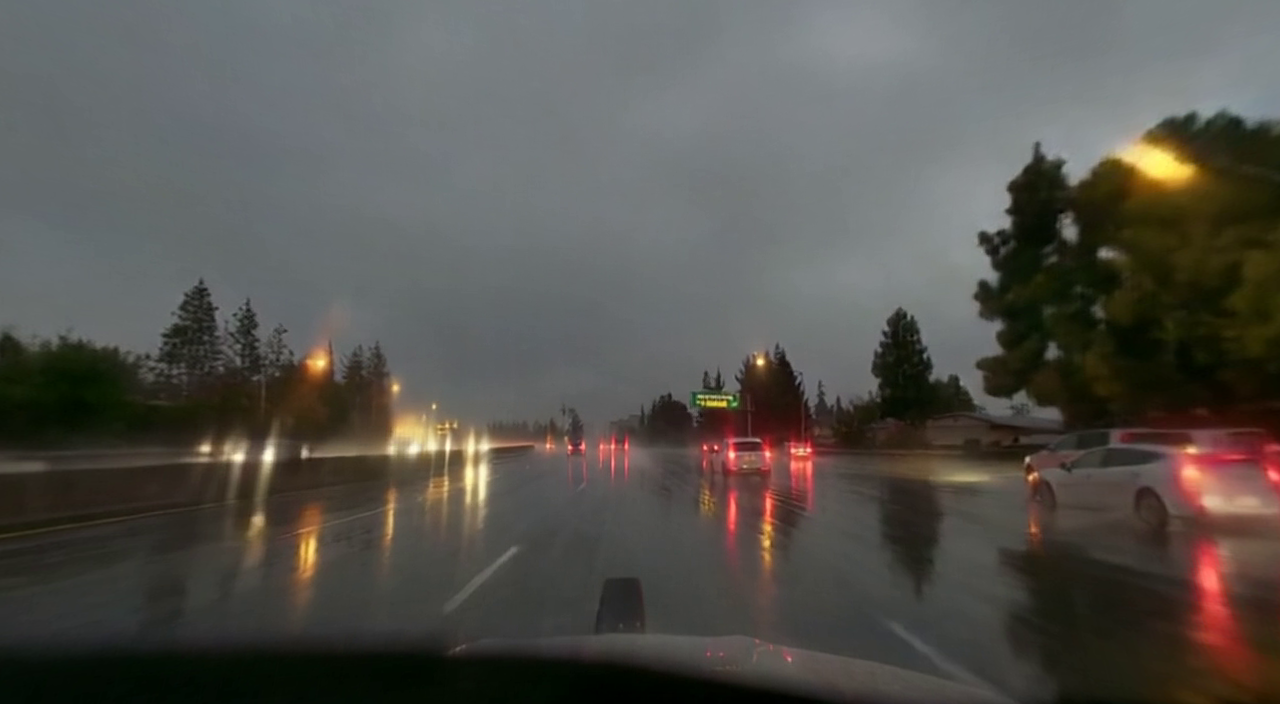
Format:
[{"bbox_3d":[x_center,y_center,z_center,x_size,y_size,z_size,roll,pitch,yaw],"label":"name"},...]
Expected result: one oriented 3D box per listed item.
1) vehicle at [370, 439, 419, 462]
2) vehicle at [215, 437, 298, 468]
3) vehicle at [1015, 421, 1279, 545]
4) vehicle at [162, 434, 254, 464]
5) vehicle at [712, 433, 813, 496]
[{"bbox_3d":[-17.842,7.185,45.962,1.921,1.515,4.417,0,-9,-2],"label":"vehicle"},{"bbox_3d":[-21.310,5.602,35.200,1.970,1.632,4.332,0,-9,-2],"label":"vehicle"},{"bbox_3d":[8.886,2.100,10.777,1.909,1.634,4.739,0,-9,-1],"label":"vehicle"},{"bbox_3d":[-28.290,6.374,41.536,2.163,1.813,5.608,0,-9,-2],"label":"vehicle"},{"bbox_3d":[3.289,3.126,17.730,1.975,1.562,3.823,0,-9,-1],"label":"vehicle"}]
